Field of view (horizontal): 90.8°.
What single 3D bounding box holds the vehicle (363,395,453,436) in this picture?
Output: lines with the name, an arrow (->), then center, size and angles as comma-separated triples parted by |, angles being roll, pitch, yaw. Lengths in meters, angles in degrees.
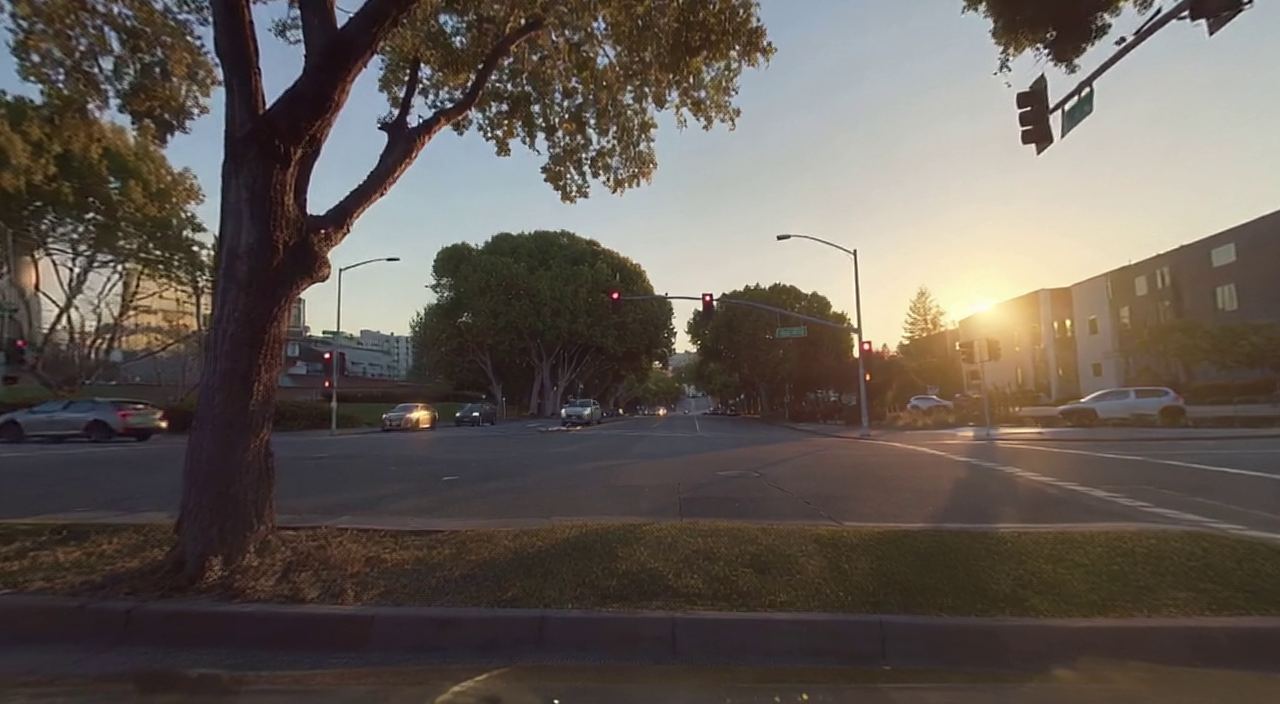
vehicle -> -12.222, 3.470, 33.664 | 2.340, 1.902, 4.920 | -2, -9, 9

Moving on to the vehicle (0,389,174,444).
vehicle -> -18.593, 2.201, 21.159 | 4.445, 1.723, 2.007 | -1, -9, 4

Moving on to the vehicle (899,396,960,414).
vehicle -> 22.457, 4.154, 49.124 | 3.933, 1.219, 1.700 | 0, -9, 4

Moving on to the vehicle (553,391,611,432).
vehicle -> -3.085, 3.376, 34.889 | 2.306, 1.907, 5.382 | -1, -9, 5

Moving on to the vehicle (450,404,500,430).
vehicle -> -10.885, 4.396, 42.065 | 1.899, 1.510, 4.294 | -1, -9, 5
